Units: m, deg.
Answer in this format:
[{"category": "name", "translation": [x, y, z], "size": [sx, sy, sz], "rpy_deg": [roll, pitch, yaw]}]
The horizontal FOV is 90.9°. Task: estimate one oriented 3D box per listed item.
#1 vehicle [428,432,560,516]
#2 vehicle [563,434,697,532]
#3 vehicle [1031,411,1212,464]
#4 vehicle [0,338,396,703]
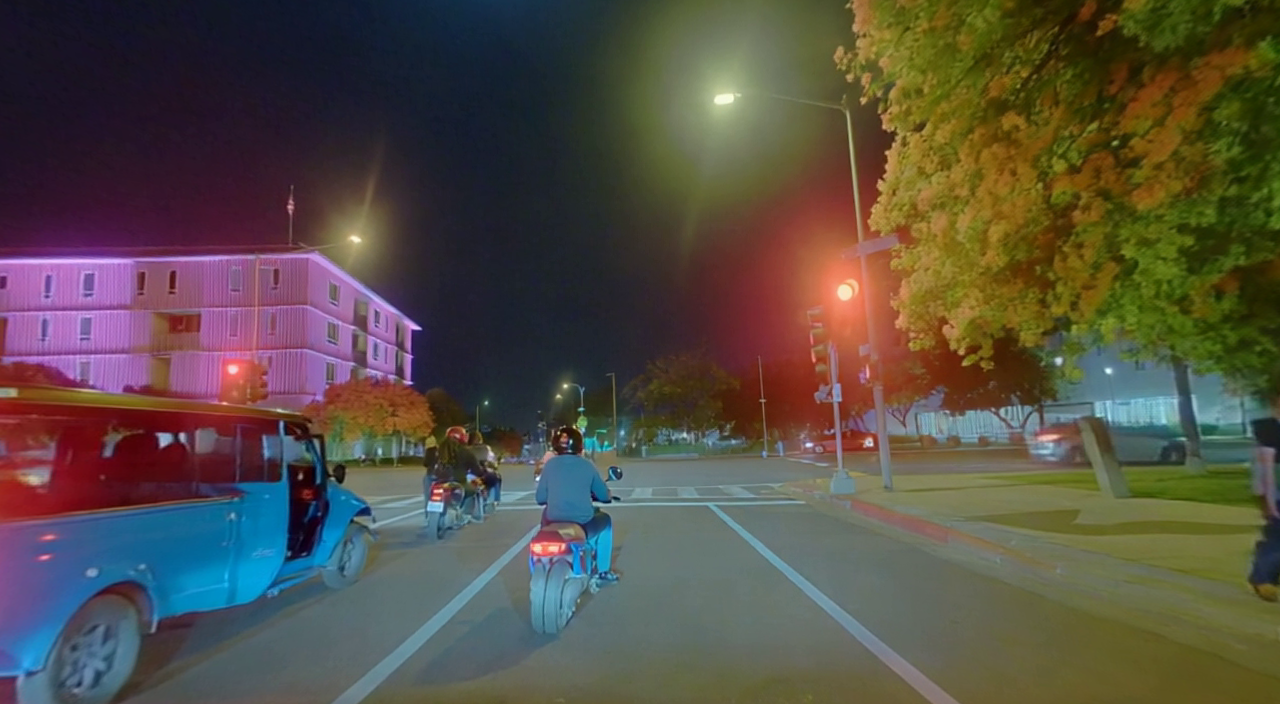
[{"category": "vehicle", "translation": [-3.126, 2.703, 14.431], "size": [1.935, 1.615, 4.073], "rpy_deg": [-1, -9, 2]}, {"category": "vehicle", "translation": [-0.120, 2.295, 11.615], "size": [2.025, 1.458, 4.085], "rpy_deg": [-1, -9, 1]}, {"category": "vehicle", "translation": [18.352, 3.347, 24.342], "size": [5.226, 1.840, 2.016], "rpy_deg": [-7, -11, 37]}, {"category": "vehicle", "translation": [-3.598, 1.098, 4.137], "size": [2.000, 1.809, 4.855], "rpy_deg": [0, -9, 0]}]
